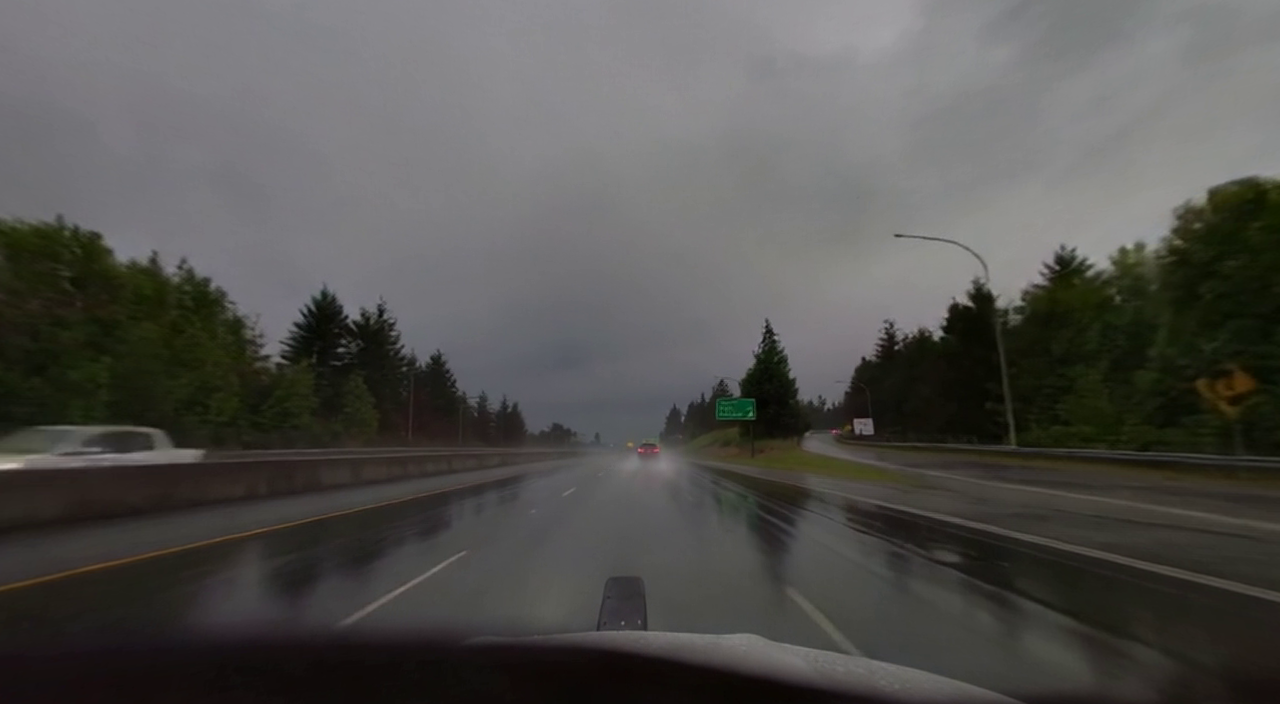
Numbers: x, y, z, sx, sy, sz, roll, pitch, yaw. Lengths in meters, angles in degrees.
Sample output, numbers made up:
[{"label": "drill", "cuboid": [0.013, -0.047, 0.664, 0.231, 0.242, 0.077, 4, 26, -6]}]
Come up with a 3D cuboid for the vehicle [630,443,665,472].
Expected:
[{"label": "vehicle", "cuboid": [0.477, 6.622, 39.784, 2.087, 1.682, 4.388, 0, -9, 0]}]

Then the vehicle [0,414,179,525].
[{"label": "vehicle", "cuboid": [-12.445, 2.398, 13.142, 2.102, 1.955, 4.656, 0, -9, 0]}]
